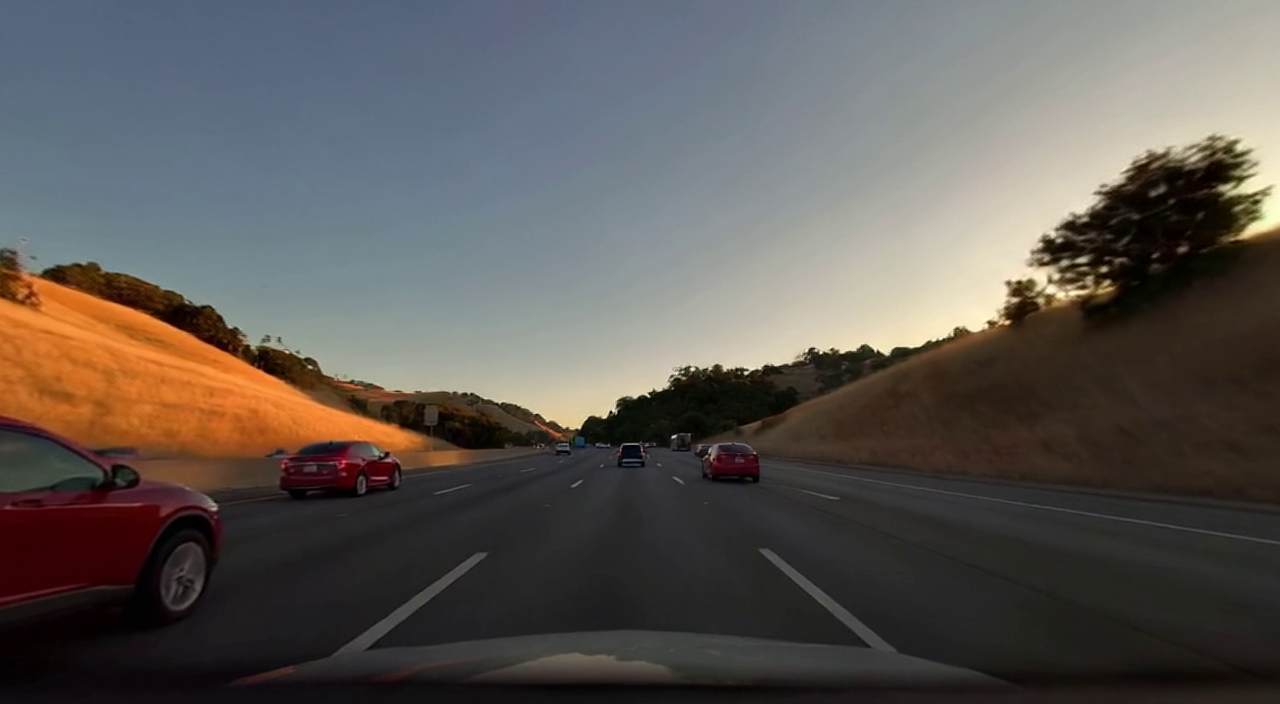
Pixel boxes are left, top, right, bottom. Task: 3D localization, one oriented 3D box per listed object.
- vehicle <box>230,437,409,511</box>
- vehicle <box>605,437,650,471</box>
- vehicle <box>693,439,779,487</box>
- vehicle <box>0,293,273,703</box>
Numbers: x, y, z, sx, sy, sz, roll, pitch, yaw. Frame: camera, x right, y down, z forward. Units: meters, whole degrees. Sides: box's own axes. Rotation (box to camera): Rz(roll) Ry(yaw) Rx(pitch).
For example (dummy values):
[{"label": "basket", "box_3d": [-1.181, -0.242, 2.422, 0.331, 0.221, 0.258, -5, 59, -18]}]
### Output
[{"label": "vehicle", "box_3d": [-7.581, 2.908, 15.634, 1.922, 1.508, 4.816, 0, -8, 0]}, {"label": "vehicle", "box_3d": [-0.651, 5.439, 33.886, 2.277, 1.675, 4.023, 0, -8, -1]}, {"label": "vehicle", "box_3d": [3.180, 3.797, 22.009, 2.120, 1.492, 4.734, 0, -8, -1]}, {"label": "vehicle", "box_3d": [-3.785, 0.595, 1.519, 2.379, 1.948, 5.668, 0, -8, 0]}]
